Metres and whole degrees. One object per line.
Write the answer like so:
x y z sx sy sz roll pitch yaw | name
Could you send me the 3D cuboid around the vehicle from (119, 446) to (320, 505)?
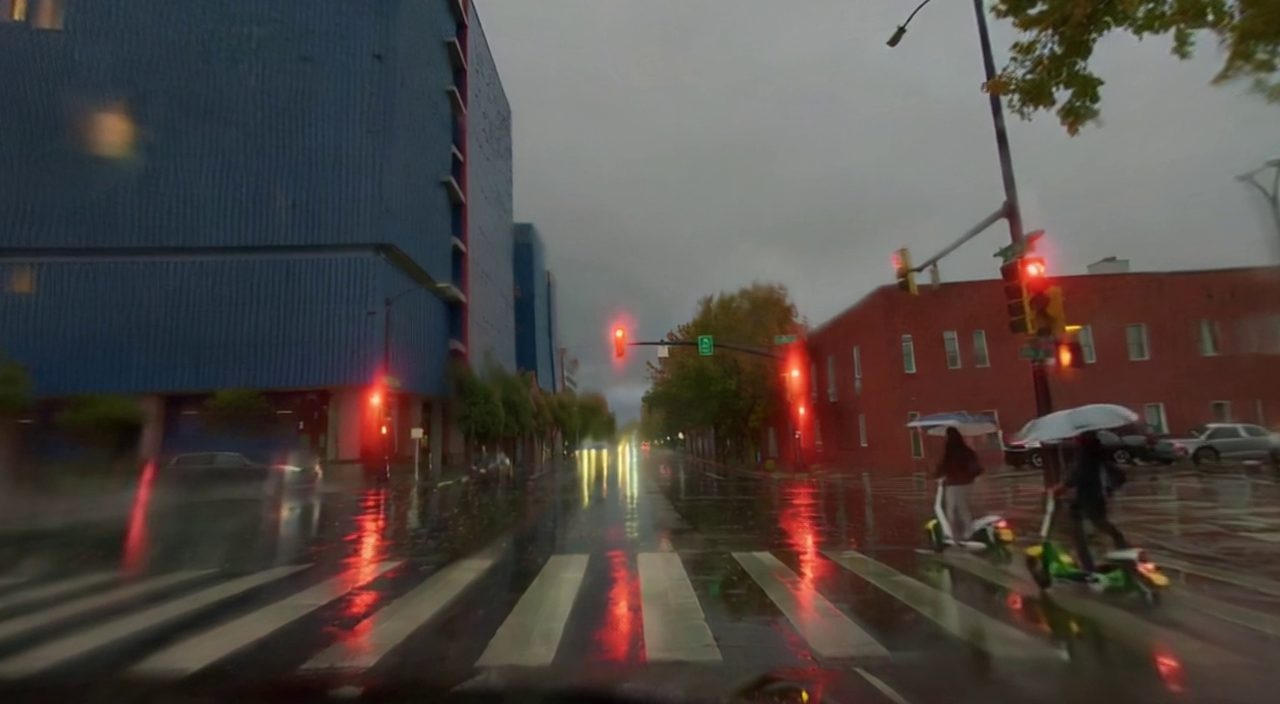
-12.749 3.752 19.537 4.641 1.616 2.051 1 -9 -11 | vehicle
